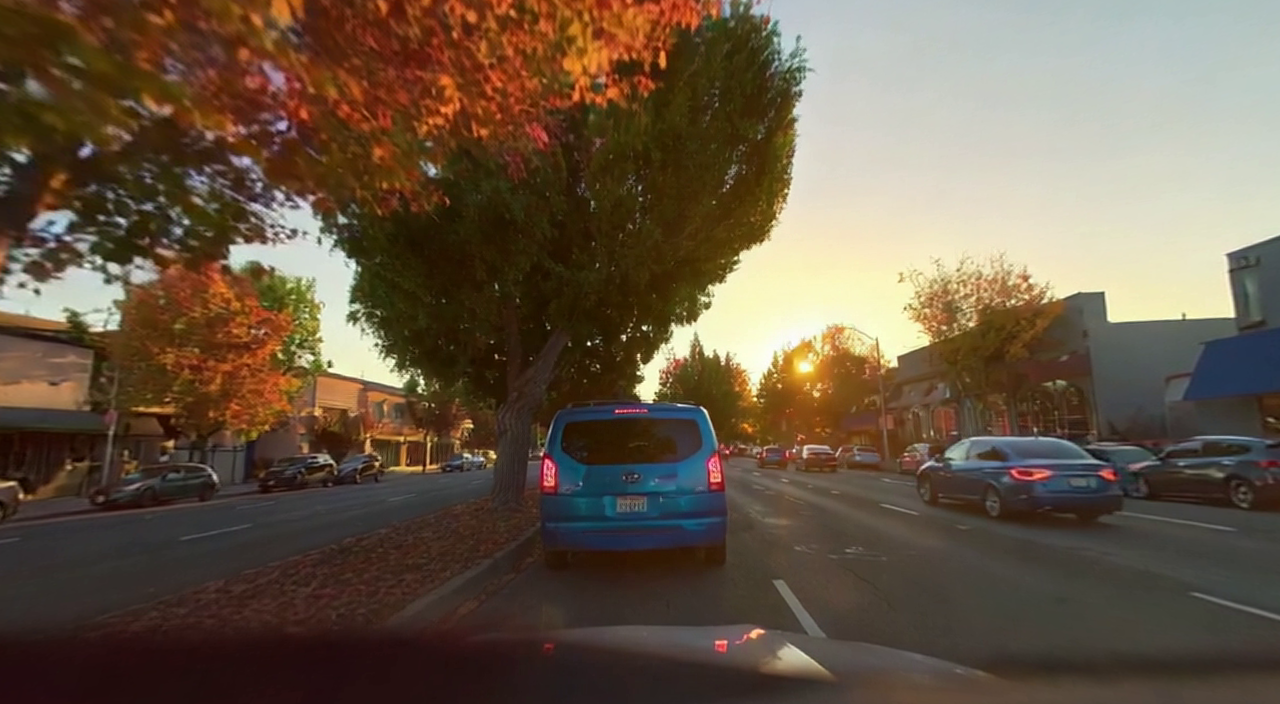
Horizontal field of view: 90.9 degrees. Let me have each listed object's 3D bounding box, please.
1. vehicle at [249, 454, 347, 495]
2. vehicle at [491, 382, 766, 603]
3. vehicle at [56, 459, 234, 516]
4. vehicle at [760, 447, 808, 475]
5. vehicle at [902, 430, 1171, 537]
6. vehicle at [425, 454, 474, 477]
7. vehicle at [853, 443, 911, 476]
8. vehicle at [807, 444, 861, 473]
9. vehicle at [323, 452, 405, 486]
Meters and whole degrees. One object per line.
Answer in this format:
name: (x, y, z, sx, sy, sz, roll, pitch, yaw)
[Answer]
vehicle: (-14.884, 5.325, 27.734, 1.947, 1.558, 4.065, 0, -8, 1)
vehicle: (0.011, 1.535, 7.808, 2.344, 1.863, 4.665, 0, -8, 3)
vehicle: (-15.119, 4.117, 19.672, 1.877, 1.445, 4.436, 0, -8, 2)
vehicle: (8.292, 6.276, 36.639, 1.886, 1.464, 4.290, 0, -8, 1)
vehicle: (6.788, 2.273, 11.663, 1.928, 1.529, 4.917, 0, -8, 2)
vehicle: (-13.758, 8.225, 45.901, 1.995, 1.466, 4.580, 0, -8, 2)
vehicle: (15.291, 6.788, 40.132, 1.993, 1.969, 4.747, 0, -9, 2)
vehicle: (12.201, 6.711, 39.935, 2.040, 1.738, 4.414, 0, -8, 1)
vehicle: (-14.435, 6.122, 33.357, 1.921, 1.621, 4.930, 0, -8, 2)
